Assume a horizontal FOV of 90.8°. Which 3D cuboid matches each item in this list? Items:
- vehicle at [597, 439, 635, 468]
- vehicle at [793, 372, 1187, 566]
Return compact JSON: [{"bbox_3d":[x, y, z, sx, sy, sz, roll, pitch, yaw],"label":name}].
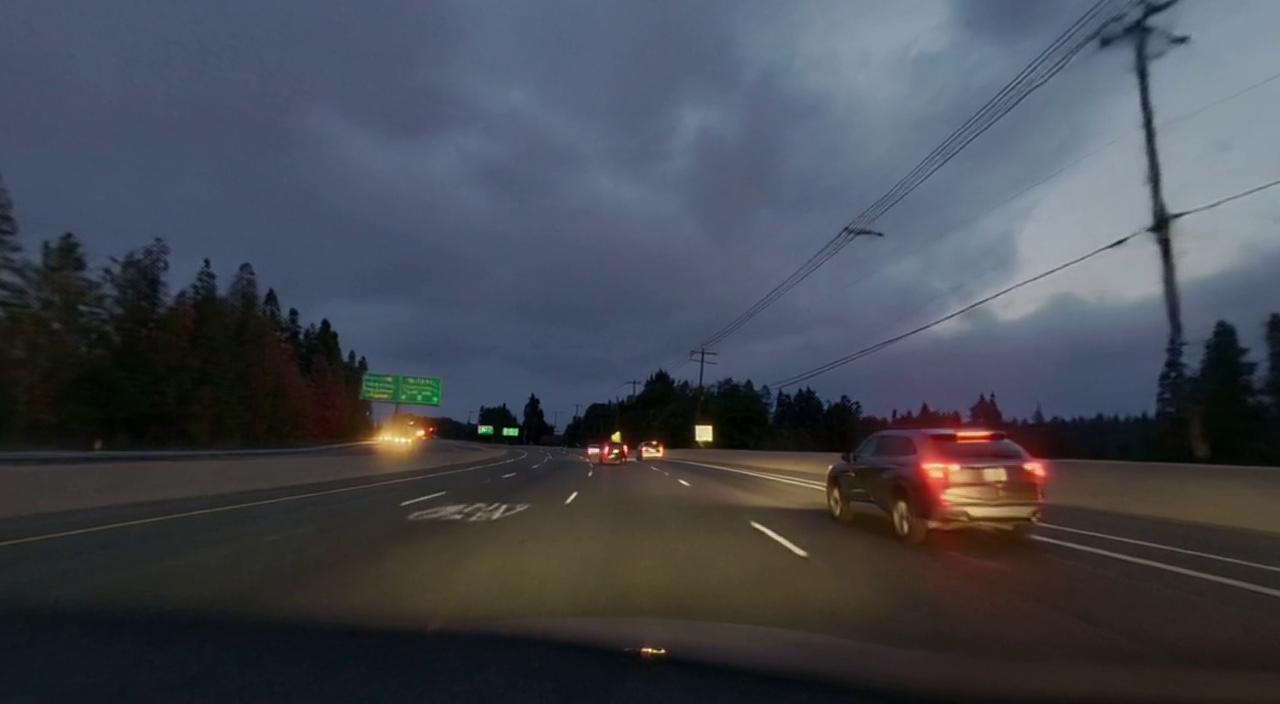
[{"bbox_3d":[-1.574,6.337,39.588,2.188,1.714,3.921,1,-8,-5],"label":"vehicle"},{"bbox_3d":[4.438,1.666,9.729,2.504,2.033,5.979,0,-8,-2],"label":"vehicle"}]
